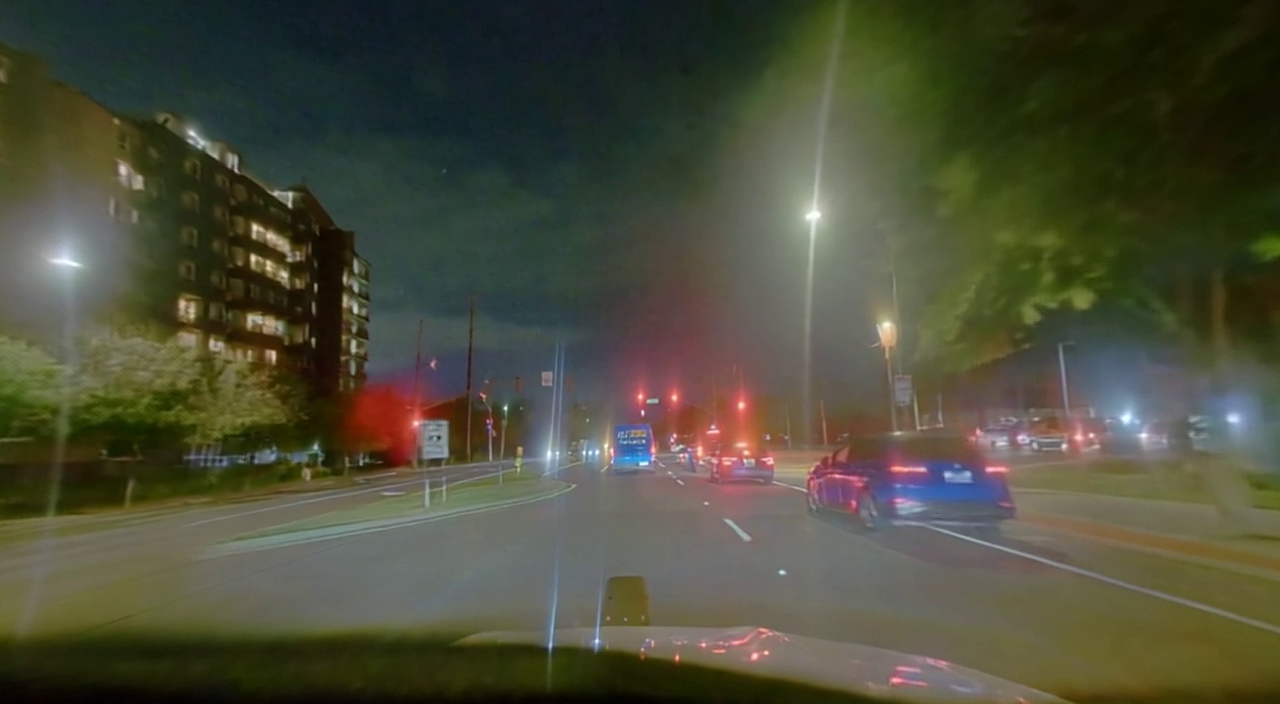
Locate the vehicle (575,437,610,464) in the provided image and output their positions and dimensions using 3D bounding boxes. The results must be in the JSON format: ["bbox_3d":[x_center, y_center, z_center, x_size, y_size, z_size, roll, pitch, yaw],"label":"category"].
[{"bbox_3d":[-3.232,6.789,43.595,2.203,1.786,4.249,0,-9,-1],"label":"vehicle"}]

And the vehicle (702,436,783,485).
[{"bbox_3d":[3.374,3.659,21.607,1.951,1.483,4.582,0,-9,-1],"label":"vehicle"}]

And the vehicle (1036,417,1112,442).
[{"bbox_3d":[30.957,5.555,45.008,4.153,1.764,1.858,1,-9,-9],"label":"vehicle"}]

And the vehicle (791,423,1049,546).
[{"bbox_3d":[4.079,2.023,10.361,1.967,1.506,4.968,0,-9,0],"label":"vehicle"}]

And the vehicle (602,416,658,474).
[{"bbox_3d":[-0.393,4.415,29.876,2.422,2.488,4.992,0,-9,1],"label":"vehicle"}]
